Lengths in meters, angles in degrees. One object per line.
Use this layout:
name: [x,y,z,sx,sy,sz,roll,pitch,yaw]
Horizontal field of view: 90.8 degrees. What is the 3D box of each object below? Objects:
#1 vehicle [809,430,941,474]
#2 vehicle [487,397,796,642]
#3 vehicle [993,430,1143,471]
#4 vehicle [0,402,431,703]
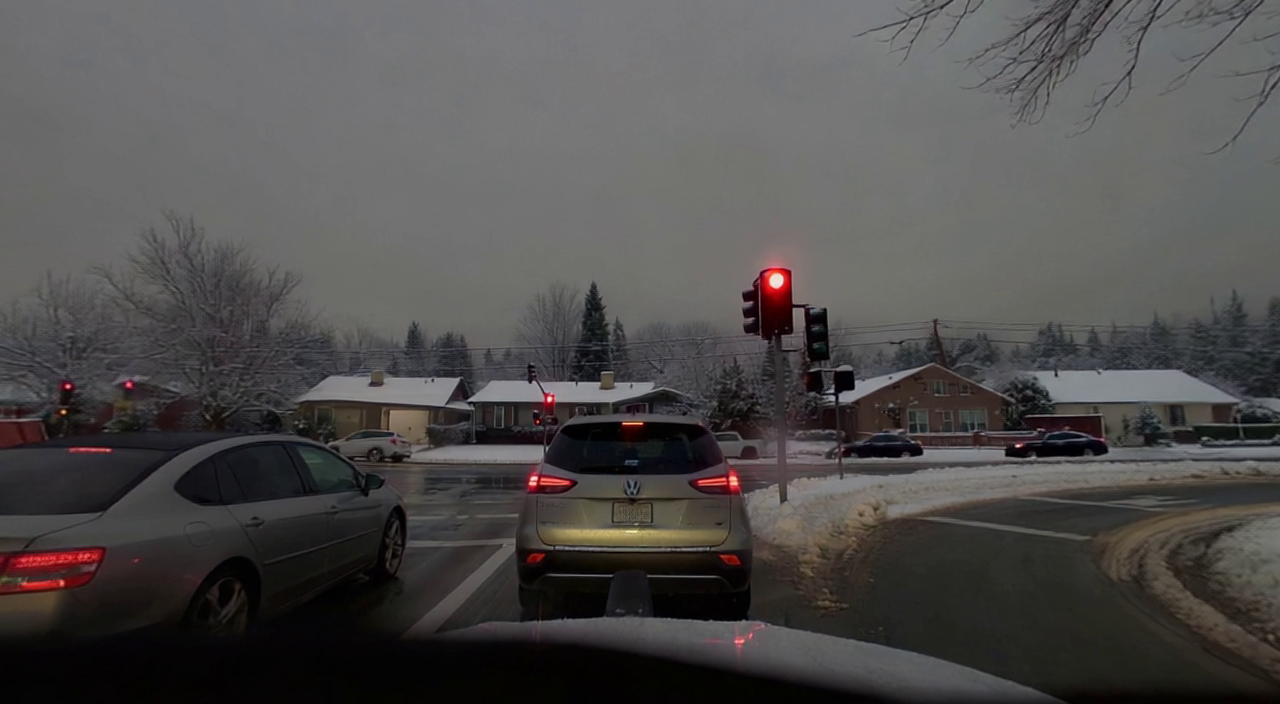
vehicle: [9.927,4.277,27.089,4.887,1.769,2.035,-1,-9,6]
vehicle: [-0.130,1.468,6.552,2.154,1.670,4.140,1,-9,-4]
vehicle: [17.625,4.090,26.241,4.670,1.616,1.926,-1,-9,6]
vehicle: [-3.284,1.271,4.693,2.035,1.492,4.415,0,-9,-1]
